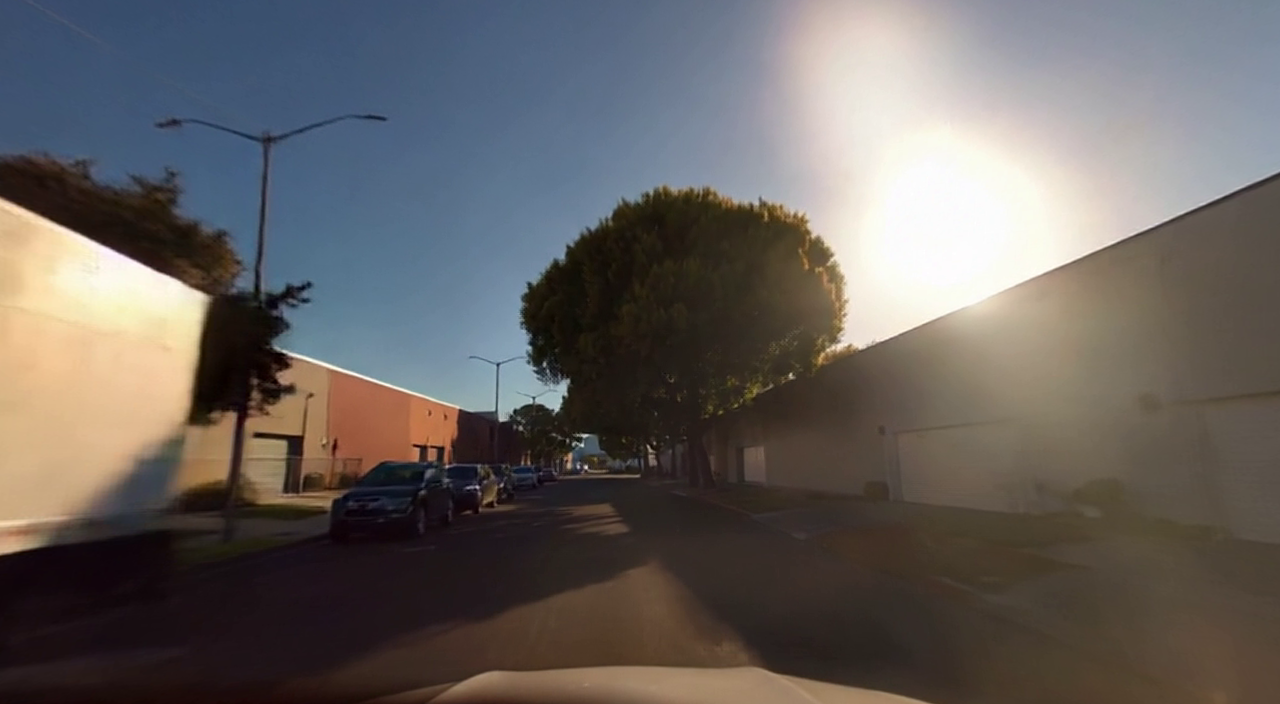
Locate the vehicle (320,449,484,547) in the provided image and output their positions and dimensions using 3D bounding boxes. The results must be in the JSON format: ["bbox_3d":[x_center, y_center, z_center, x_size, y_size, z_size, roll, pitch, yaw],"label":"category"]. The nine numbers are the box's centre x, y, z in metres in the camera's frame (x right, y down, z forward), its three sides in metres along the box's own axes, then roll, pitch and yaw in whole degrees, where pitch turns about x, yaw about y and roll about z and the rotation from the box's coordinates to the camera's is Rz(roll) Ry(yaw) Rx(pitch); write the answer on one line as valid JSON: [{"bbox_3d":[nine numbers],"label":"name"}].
[{"bbox_3d":[-4.723,2.911,13.286,1.886,1.640,4.311,2,-9,-3],"label":"vehicle"}]

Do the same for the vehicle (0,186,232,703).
[{"bbox_3d":[-4.246,0.357,2.081,2.242,2.726,5.581,1,-11,-4],"label":"vehicle"}]

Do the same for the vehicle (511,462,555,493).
[{"bbox_3d":[-5.957,7.043,35.516,1.882,1.606,4.191,1,-11,-2],"label":"vehicle"}]
